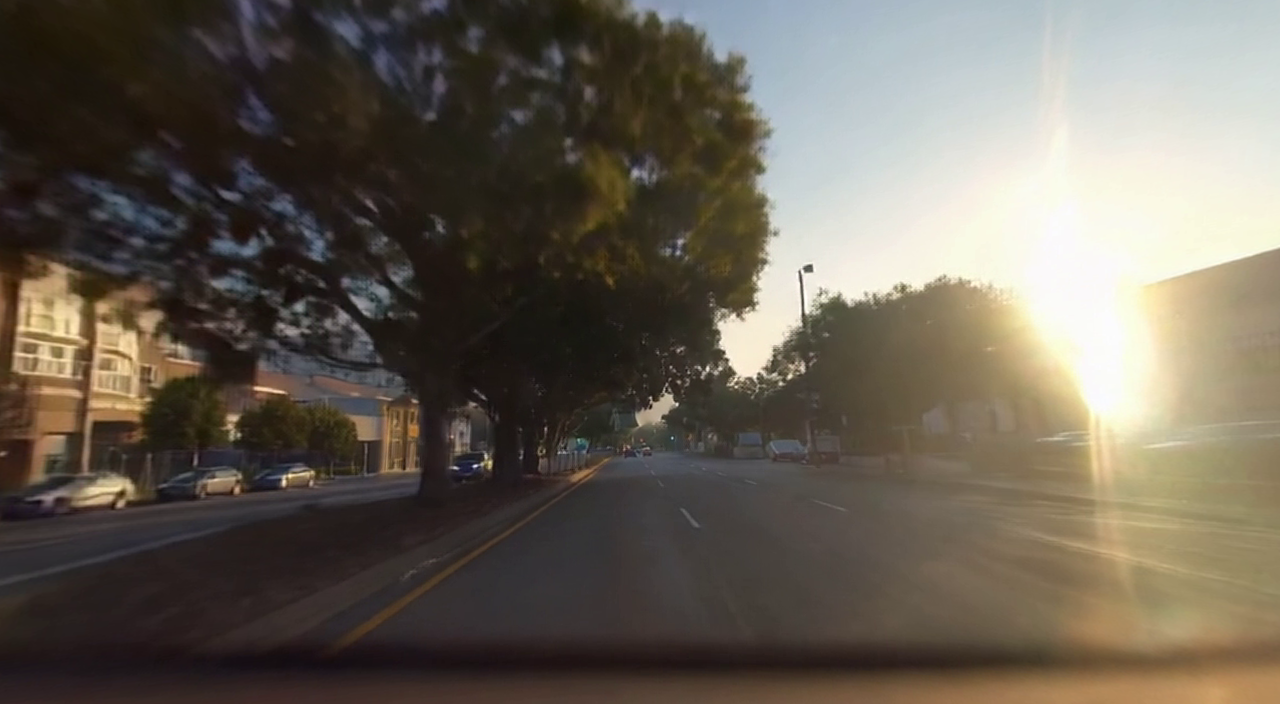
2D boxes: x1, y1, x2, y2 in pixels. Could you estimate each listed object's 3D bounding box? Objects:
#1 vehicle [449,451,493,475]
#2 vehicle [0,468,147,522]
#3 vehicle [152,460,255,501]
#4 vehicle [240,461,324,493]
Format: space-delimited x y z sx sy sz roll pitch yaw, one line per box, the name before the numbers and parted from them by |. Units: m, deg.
vehicle | -12.172 8.012 45.795 1.918 1.546 4.683 0 -9 0
vehicle | -19.862 4.853 21.852 1.856 1.479 4.554 0 -9 1
vehicle | -20.008 5.874 29.214 1.815 1.629 4.123 0 -9 -1
vehicle | -20.022 6.975 35.627 1.870 1.486 5.031 -1 -8 -1
